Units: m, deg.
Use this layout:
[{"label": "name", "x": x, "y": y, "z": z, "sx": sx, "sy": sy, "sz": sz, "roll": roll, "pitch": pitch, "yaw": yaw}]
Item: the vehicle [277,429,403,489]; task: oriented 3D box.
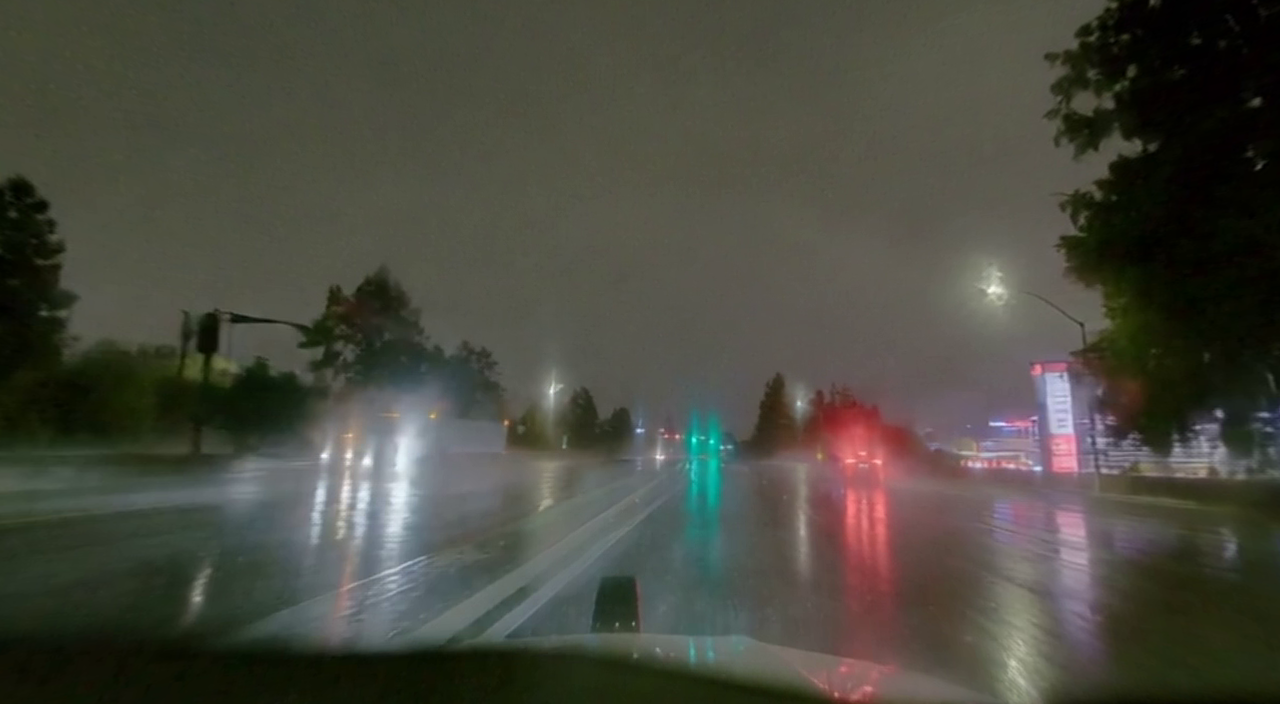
[{"label": "vehicle", "x": -9.711, "y": 3.493, "z": 20.838, "sx": 1.932, "sy": 1.781, "sz": 3.906, "roll": -1, "pitch": -9, "yaw": 5}]
